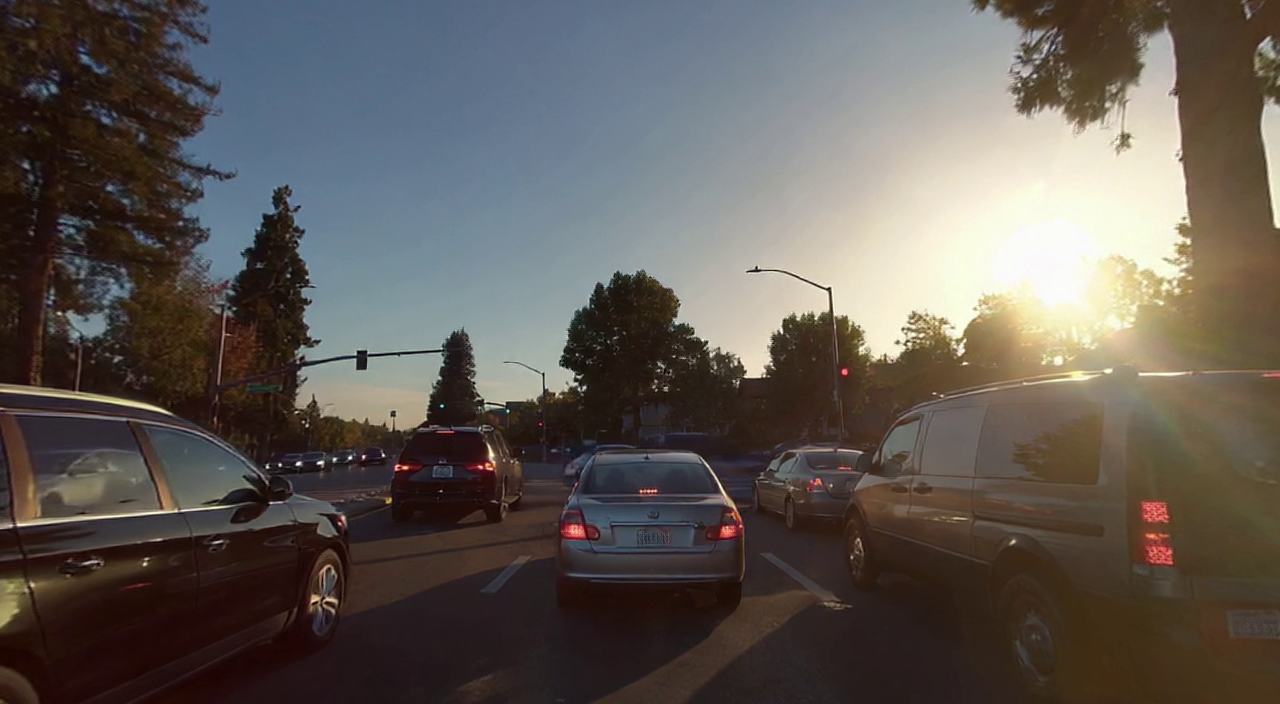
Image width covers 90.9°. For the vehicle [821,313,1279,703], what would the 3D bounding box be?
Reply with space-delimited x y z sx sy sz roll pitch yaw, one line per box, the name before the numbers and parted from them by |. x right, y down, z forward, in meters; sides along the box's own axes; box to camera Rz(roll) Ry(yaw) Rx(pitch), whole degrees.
vehicle | 3.215 1.102 4.728 2.141 1.833 4.704 0 -8 -2

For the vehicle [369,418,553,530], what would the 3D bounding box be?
vehicle | -3.183 2.298 12.445 2.117 1.772 4.619 0 -8 2

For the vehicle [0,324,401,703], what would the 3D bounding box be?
vehicle | -3.118 0.952 3.295 1.982 1.721 4.261 0 -8 1

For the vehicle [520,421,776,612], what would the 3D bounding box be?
vehicle | 0.024 1.596 7.025 2.021 1.490 3.948 0 -8 -1
